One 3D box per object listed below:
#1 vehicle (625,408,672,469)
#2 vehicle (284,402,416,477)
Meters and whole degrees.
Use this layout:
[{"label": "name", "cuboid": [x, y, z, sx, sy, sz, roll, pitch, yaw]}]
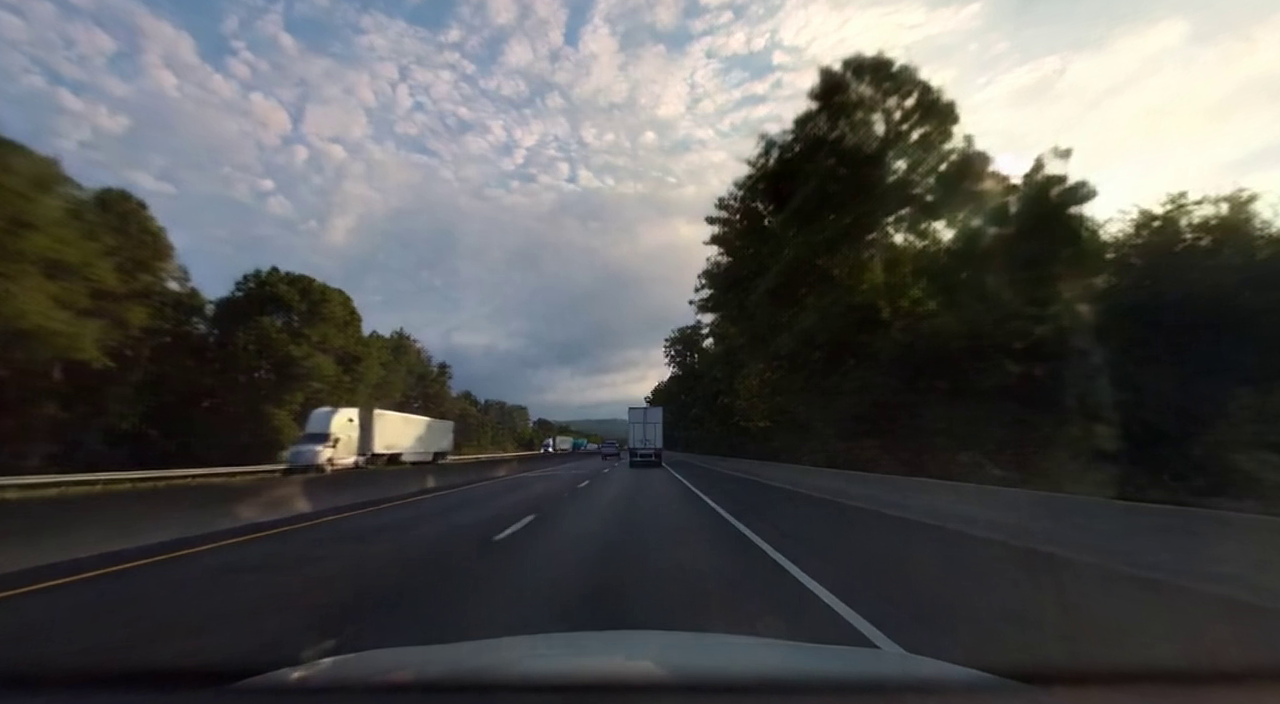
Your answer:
[{"label": "vehicle", "cuboid": [0.505, 6.472, 46.569, 3.024, 3.965, 10.399, 0, -9, -1]}, {"label": "vehicle", "cuboid": [-16.662, 5.256, 37.343, 2.927, 3.858, 10.028, 0, -9, 0]}]
